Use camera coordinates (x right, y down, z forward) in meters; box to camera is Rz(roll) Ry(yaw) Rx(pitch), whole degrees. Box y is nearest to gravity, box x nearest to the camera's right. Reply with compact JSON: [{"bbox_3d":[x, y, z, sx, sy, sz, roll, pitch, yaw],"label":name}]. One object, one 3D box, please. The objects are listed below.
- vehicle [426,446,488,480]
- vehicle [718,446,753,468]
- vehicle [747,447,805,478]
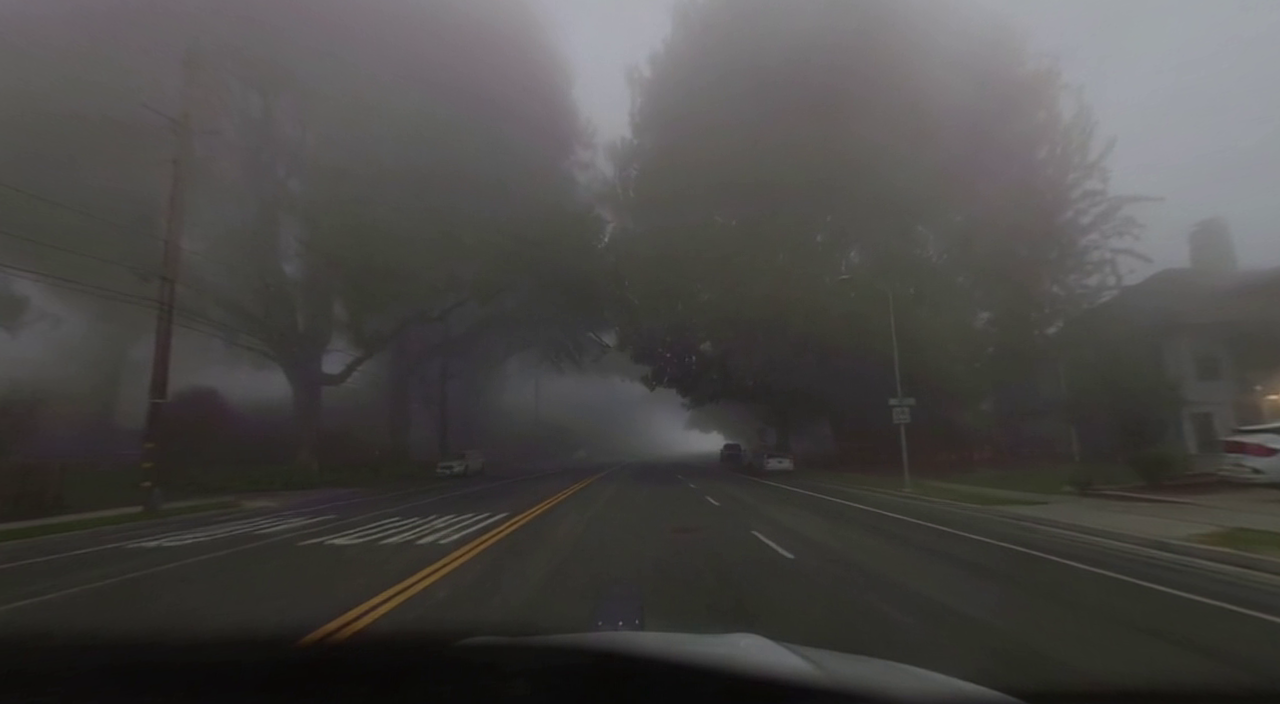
[{"bbox_3d":[-10.709,6.536,37.414,2.095,1.815,4.726,-1,-8,3],"label":"vehicle"},{"bbox_3d":[7.006,7.718,46.630,1.928,1.476,4.383,0,-8,1],"label":"vehicle"},{"bbox_3d":[6.833,5.587,32.231,1.946,1.404,4.609,0,-8,0],"label":"vehicle"}]
